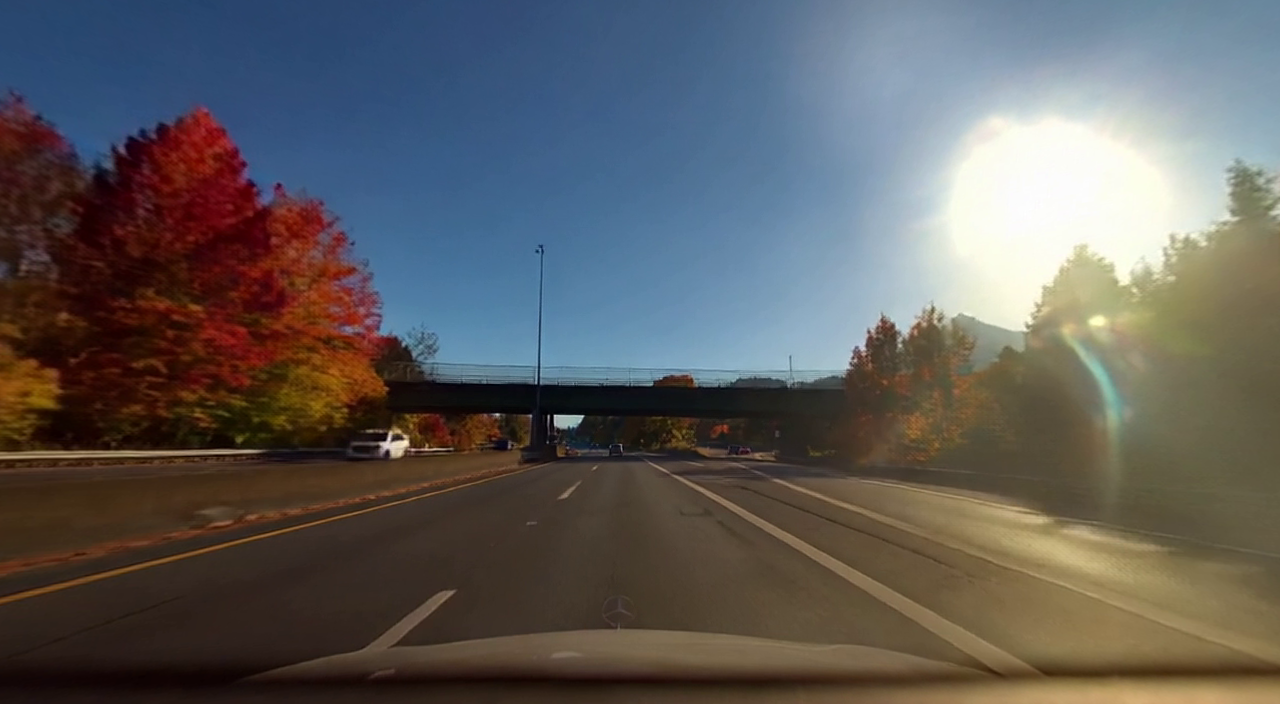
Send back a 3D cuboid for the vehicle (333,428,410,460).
[{"bbox_3d":[-14.040,4.868,33.061,1.983,1.549,4.681,0,-9,0],"label":"vehicle"}]
